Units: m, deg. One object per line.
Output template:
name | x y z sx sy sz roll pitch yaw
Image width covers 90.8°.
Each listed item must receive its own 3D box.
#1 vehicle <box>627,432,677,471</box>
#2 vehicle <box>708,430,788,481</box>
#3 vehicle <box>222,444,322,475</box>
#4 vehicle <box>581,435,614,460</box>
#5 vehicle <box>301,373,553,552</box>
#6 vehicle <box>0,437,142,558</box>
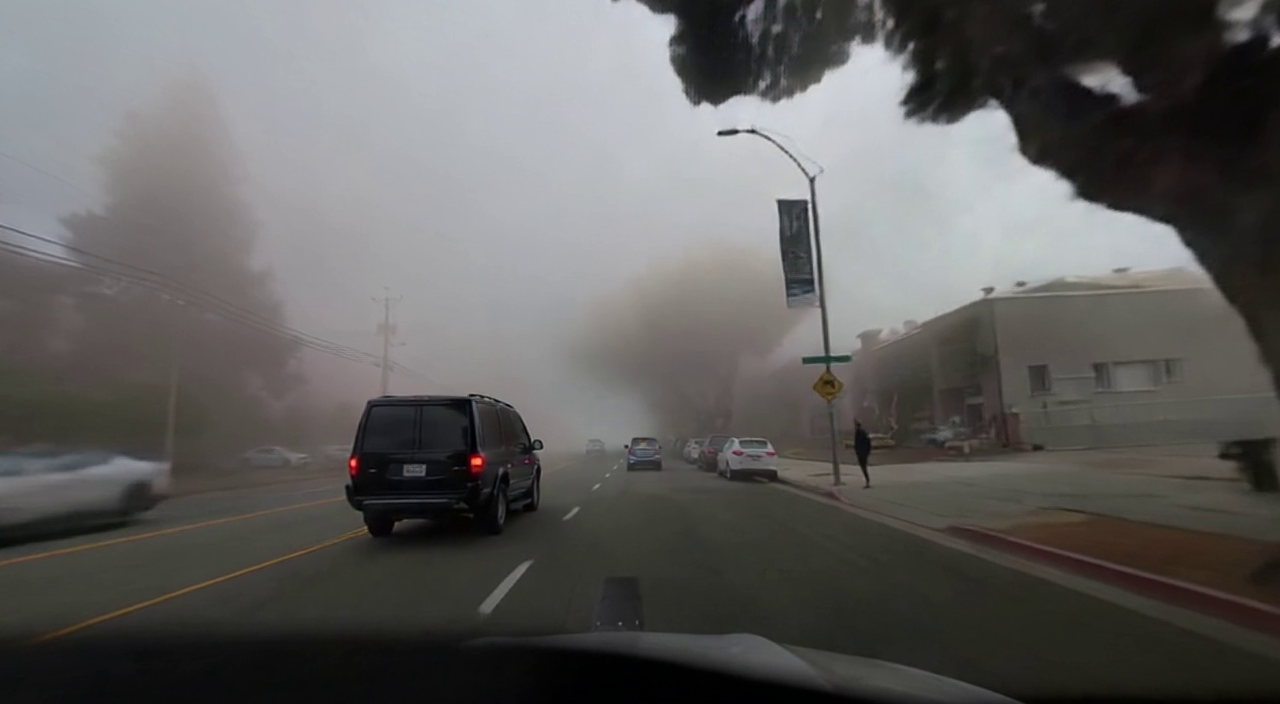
vehicle | 0.490 4.569 29.192 2.126 1.657 4.132 0 -8 -1
vehicle | 3.806 3.750 23.174 1.947 1.646 4.782 0 -8 -2
vehicle | -23.281 6.787 40.127 5.075 1.581 2.063 -3 -8 -2
vehicle | -2.930 6.711 44.625 2.028 1.689 4.162 0 -8 1
vehicle | -2.891 1.671 10.146 2.213 2.123 5.124 0 -8 0
vehicle | -9.178 1.854 7.960 1.952 1.537 4.746 0 -8 0
